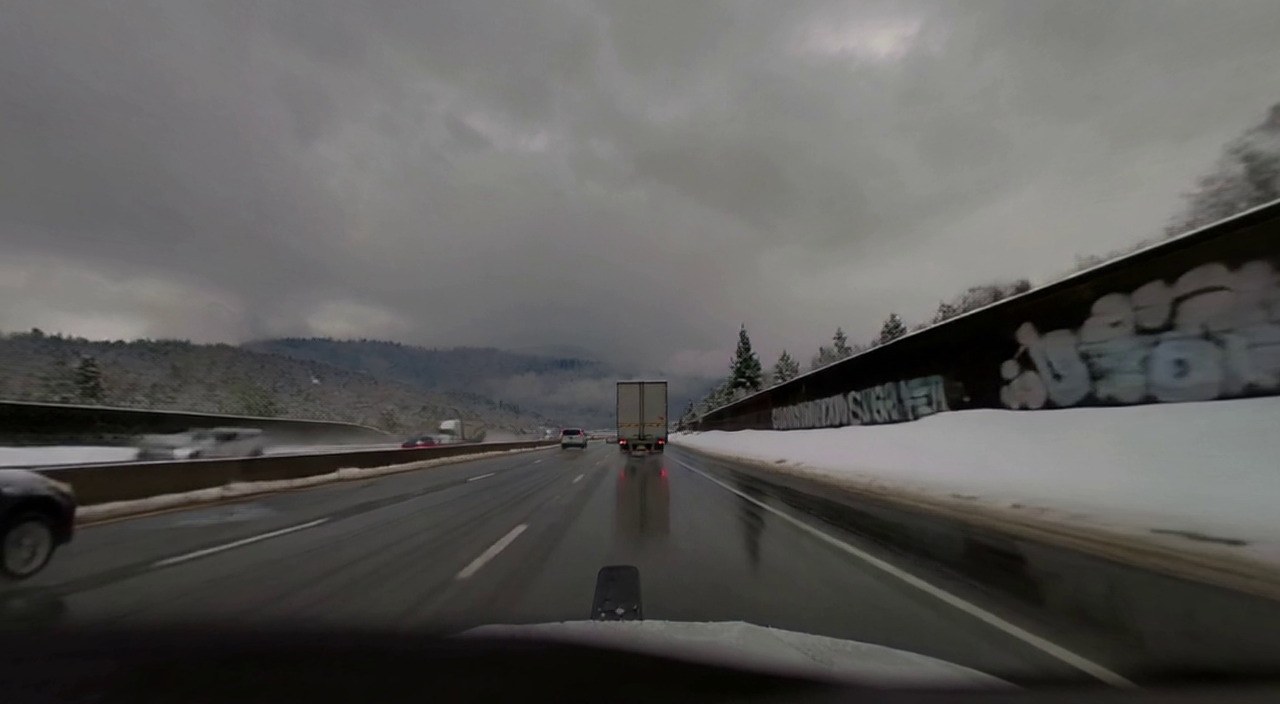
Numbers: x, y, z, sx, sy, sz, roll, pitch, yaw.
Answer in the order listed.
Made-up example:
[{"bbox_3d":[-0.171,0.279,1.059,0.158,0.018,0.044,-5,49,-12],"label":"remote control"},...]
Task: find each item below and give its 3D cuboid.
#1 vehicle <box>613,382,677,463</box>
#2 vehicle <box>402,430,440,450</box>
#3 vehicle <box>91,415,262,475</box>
[{"bbox_3d":[0.009,3.994,34.694,2.921,3.765,10.773,0,-8,-3],"label":"vehicle"},{"bbox_3d":[-15.390,6.192,44.415,1.541,1.359,3.344,0,-8,-1],"label":"vehicle"},{"bbox_3d":[-14.969,3.032,20.790,2.030,1.734,4.748,0,-8,0],"label":"vehicle"}]
